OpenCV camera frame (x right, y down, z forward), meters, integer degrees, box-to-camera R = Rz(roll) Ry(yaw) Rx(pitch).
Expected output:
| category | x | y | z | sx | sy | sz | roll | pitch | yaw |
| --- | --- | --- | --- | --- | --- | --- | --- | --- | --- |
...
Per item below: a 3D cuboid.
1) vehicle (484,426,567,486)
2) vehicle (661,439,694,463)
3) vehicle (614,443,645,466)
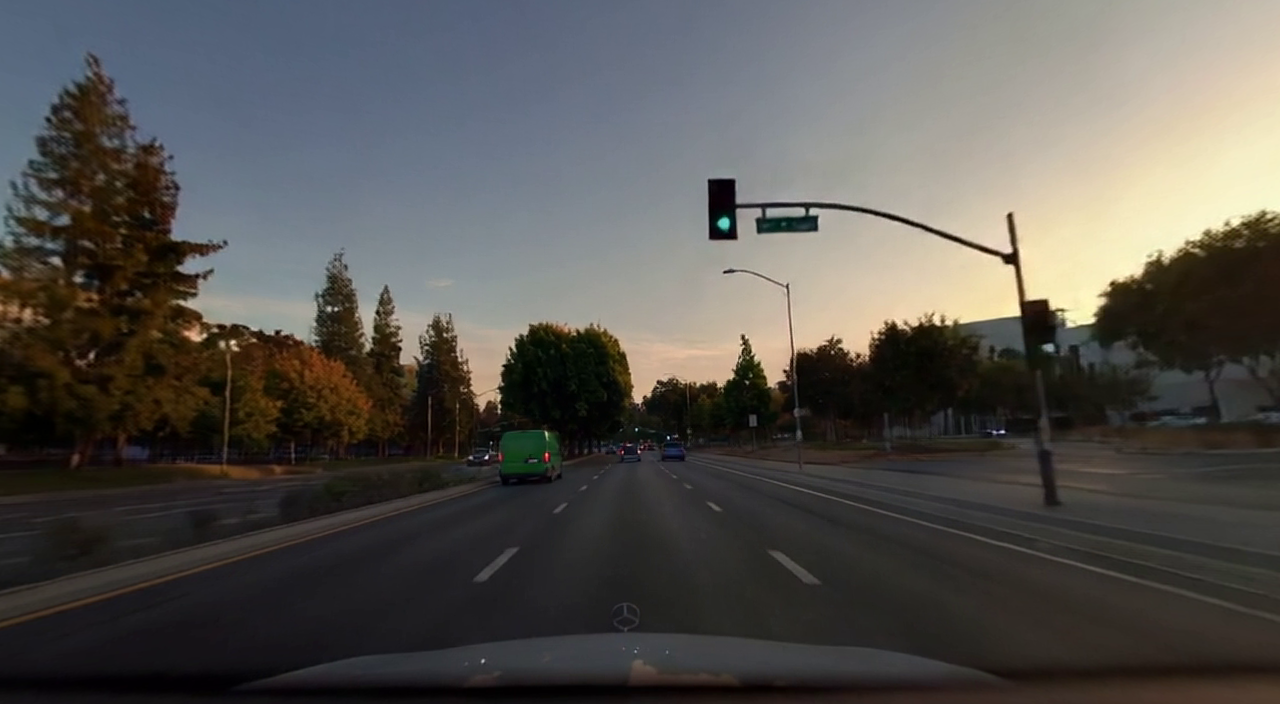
| category | x | y | z | sx | sy | sz | roll | pitch | yaw |
| --- | --- | --- | --- | --- | --- | --- | --- | --- | --- |
| vehicle | -3.879 | 3.648 | 22.329 | 2.075 | 1.863 | 4.744 | 0 | -9 | -1 |
| vehicle | 2.855 | 7.719 | 49.224 | 2.181 | 1.781 | 4.257 | 0 | -9 | -1 |
| vehicle | -0.729 | 6.968 | 43.043 | 2.039 | 1.455 | 3.826 | 0 | -9 | -2 |
